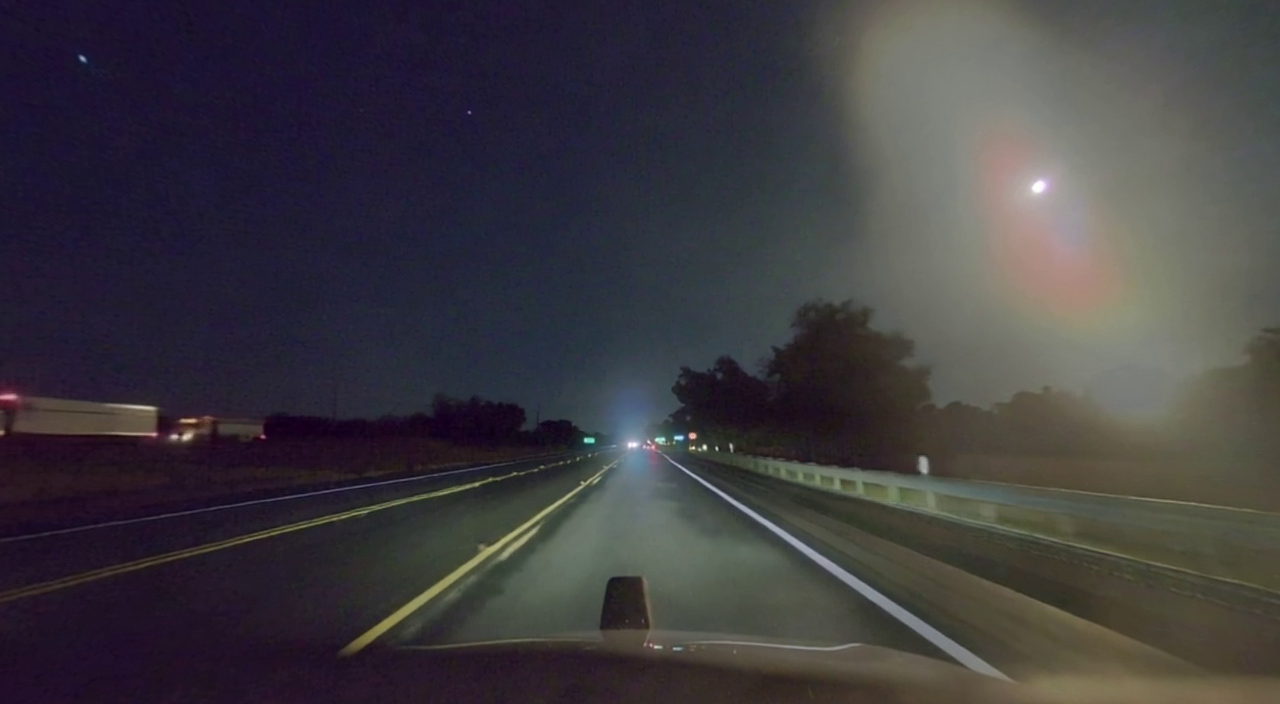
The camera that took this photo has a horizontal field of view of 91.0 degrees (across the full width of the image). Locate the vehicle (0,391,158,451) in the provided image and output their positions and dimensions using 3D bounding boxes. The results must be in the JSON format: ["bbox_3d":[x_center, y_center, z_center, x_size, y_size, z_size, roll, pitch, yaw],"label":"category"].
[{"bbox_3d":[-44.825,5.543,48.807,2.926,4.043,14.813,0,-8,1],"label":"vehicle"}]
